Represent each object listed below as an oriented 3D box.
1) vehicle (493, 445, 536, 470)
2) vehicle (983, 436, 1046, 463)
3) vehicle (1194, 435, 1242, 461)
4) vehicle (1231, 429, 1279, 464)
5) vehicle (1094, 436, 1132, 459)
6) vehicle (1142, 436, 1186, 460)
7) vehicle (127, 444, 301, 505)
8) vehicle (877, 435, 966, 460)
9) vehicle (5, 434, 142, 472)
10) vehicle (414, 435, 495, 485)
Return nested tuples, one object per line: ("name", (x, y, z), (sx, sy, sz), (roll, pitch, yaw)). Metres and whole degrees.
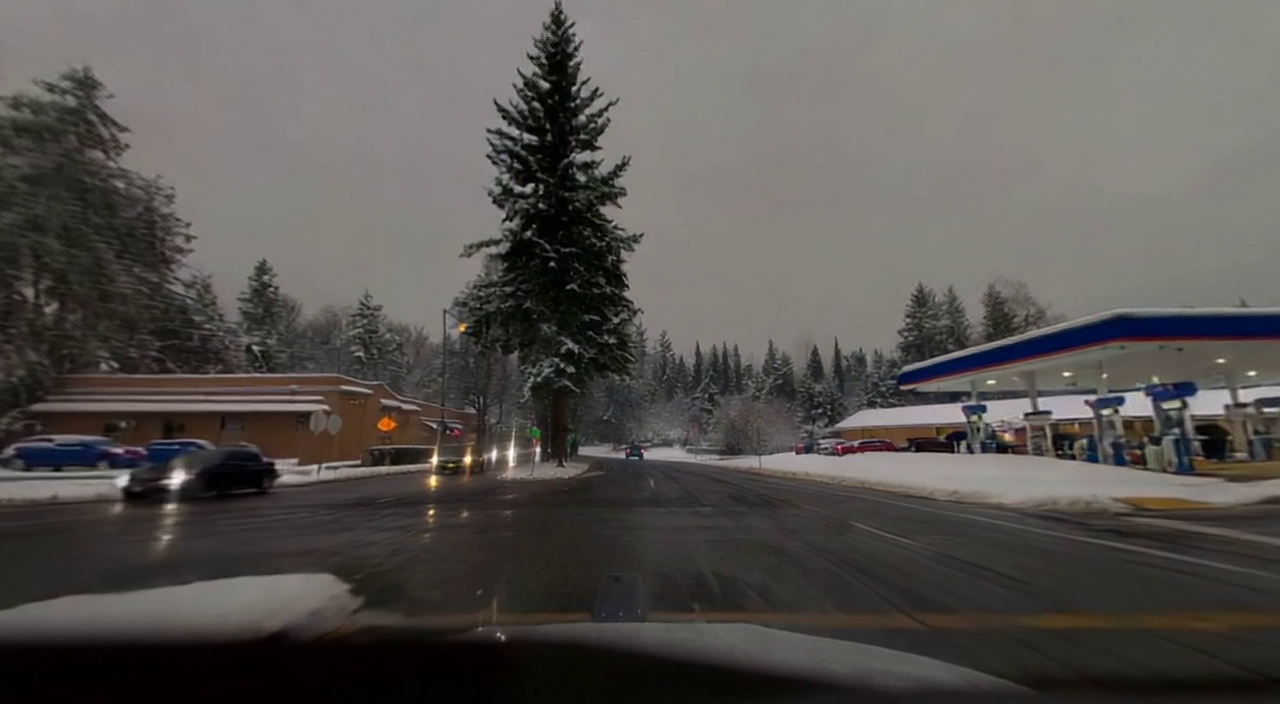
("vehicle", (-8.072, 6.821, 41.020), (1.982, 1.465, 4.376), (0, -9, -1))
("vehicle", (21.381, 5.541, 36.021), (1.916, 1.434, 4.557), (-9, -12, 44))
("vehicle", (36.535, 6.053, 39.996), (1.705, 1.440, 3.741), (-8, -9, 36))
("vehicle", (28.578, 4.338, 28.993), (1.815, 1.480, 4.406), (-8, -11, 41))
("vehicle", (32.458, 6.544, 43.322), (1.894, 1.434, 4.308), (-7, -11, 37))
("vehicle", (34.489, 6.301, 41.526), (1.969, 1.482, 4.815), (-7, -11, 40))
("vehicle", (-11.497, 3.297, 17.520), (1.909, 1.469, 4.370), (0, -9, -3))
("vehicle", (18.879, 6.401, 42.485), (4.868, 1.610, 2.223), (0, -9, -3))
("vehicle", (-28.719, 5.114, 32.266), (4.938, 1.778, 1.954), (7, -11, -40))
("vehicle", (-7.089, 4.150, 24.662), (1.987, 1.747, 4.545), (0, -9, -3))
